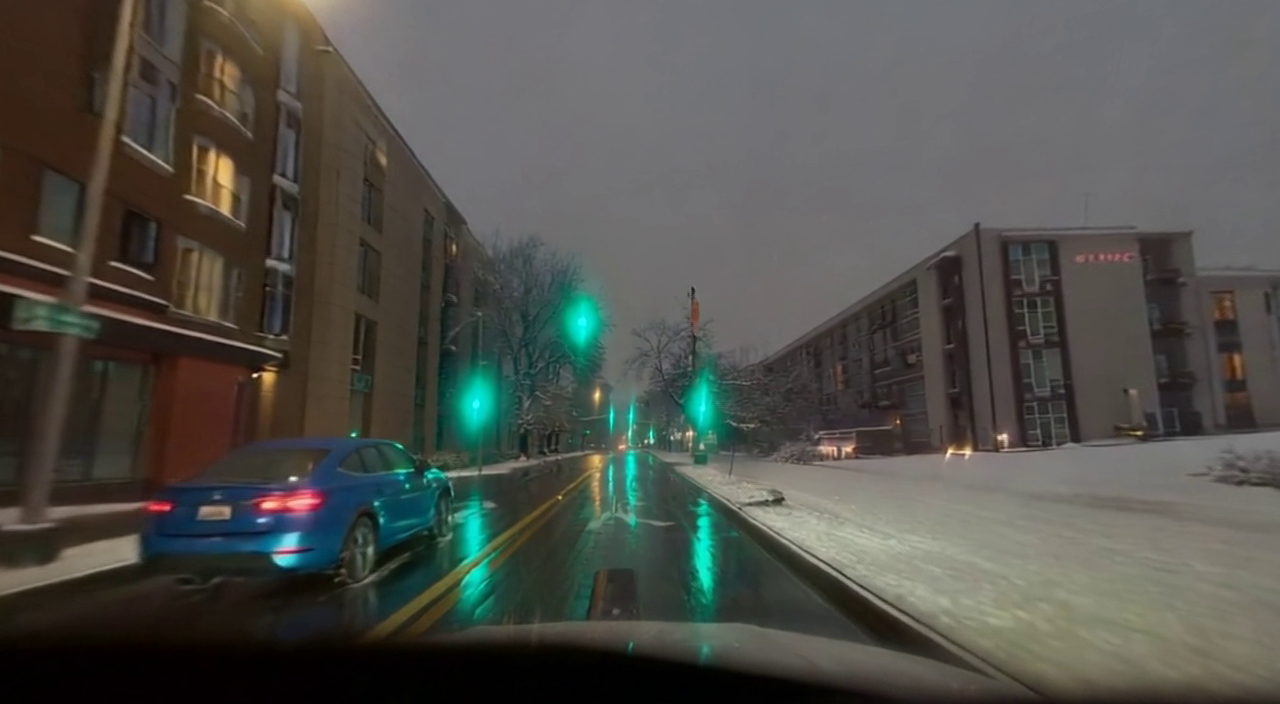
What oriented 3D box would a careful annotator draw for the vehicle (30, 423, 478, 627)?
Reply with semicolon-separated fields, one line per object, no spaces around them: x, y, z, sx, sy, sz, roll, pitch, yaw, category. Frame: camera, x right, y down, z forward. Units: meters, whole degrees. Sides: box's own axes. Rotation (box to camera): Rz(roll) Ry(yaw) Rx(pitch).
-3.334;1.555;6.823;1.898;1.407;4.652;-1;-8;0;vehicle
